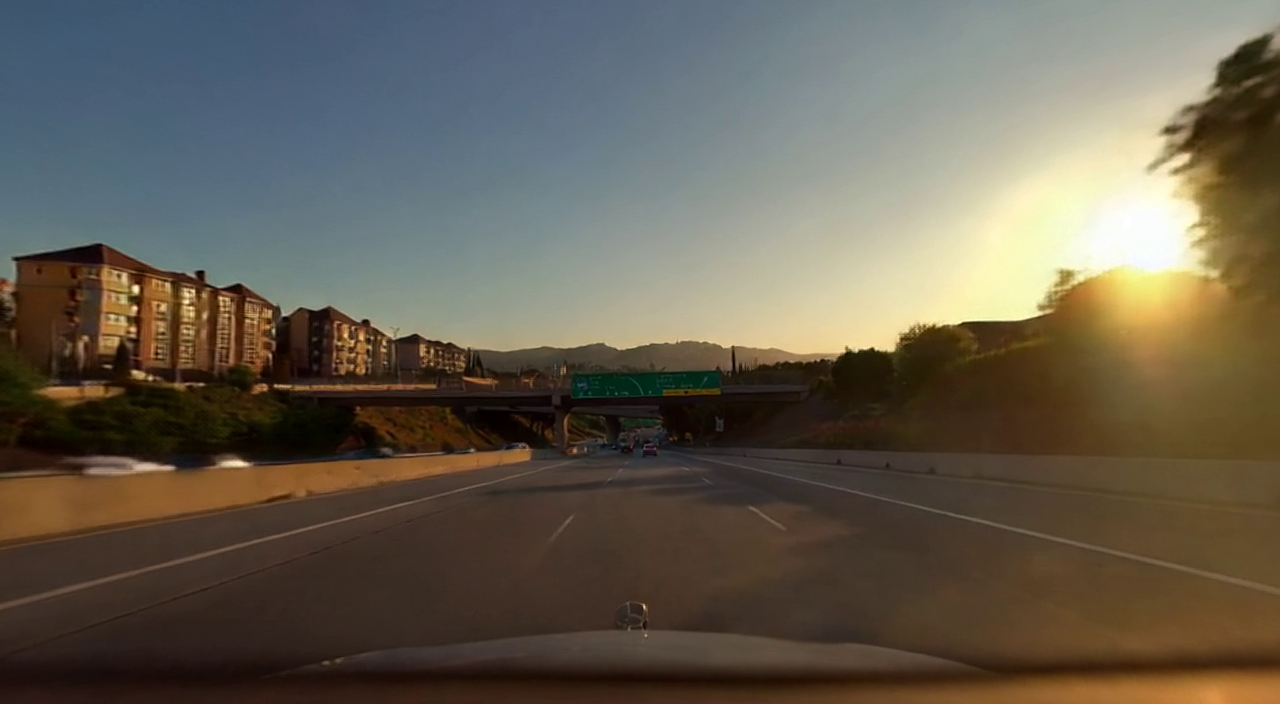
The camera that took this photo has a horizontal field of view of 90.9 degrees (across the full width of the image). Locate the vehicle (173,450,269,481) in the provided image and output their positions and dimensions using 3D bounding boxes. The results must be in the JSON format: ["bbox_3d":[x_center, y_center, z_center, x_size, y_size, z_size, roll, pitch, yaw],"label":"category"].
[{"bbox_3d":[-21.498,5.819,32.635,1.848,1.430,4.468,0,-8,1],"label":"vehicle"}]

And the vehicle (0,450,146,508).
[{"bbox_3d":[-17.582,3.676,18.770,2.042,1.464,4.538,-1,-8,1],"label":"vehicle"}]

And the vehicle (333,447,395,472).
[{"bbox_3d":[-17.441,6.806,40.091,2.011,1.483,4.163,0,-8,1],"label":"vehicle"}]
